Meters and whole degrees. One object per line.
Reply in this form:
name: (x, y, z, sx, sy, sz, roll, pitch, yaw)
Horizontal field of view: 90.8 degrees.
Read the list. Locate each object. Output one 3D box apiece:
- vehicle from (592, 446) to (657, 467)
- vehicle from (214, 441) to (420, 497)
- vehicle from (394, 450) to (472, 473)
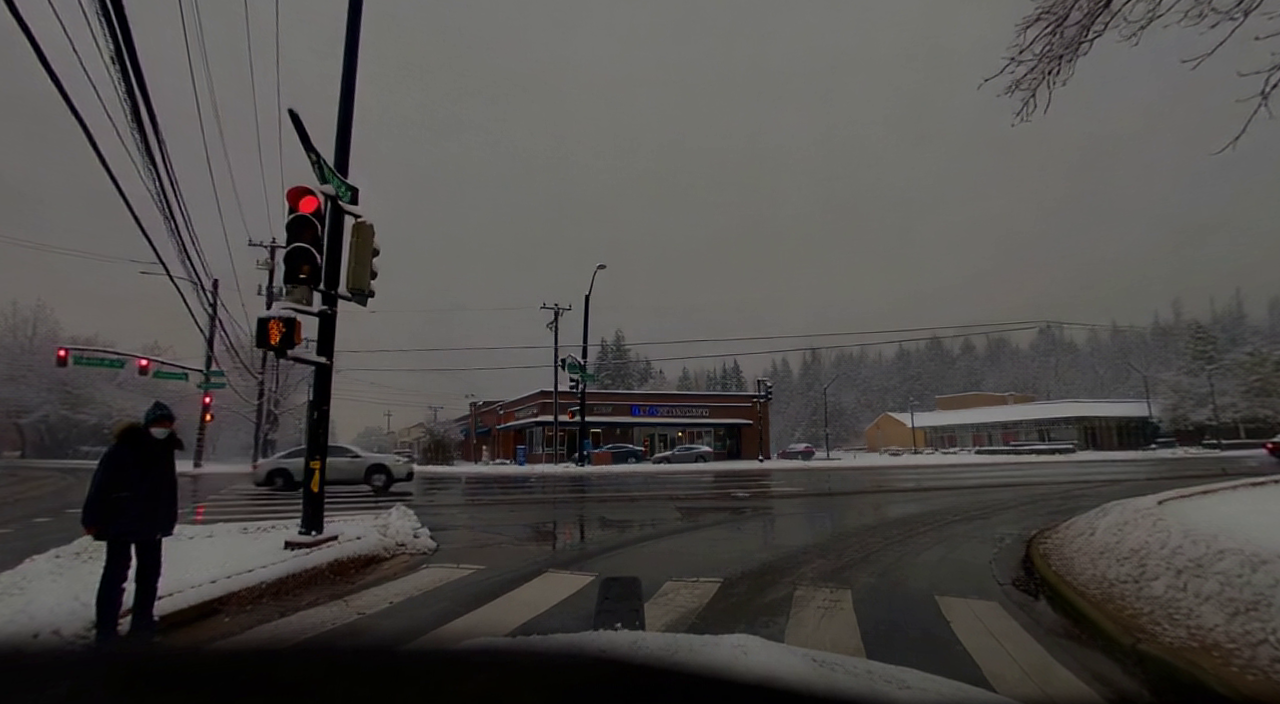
vehicle: (-1.138, 7.547, 45.835, 4.391, 1.451, 1.717, 4, -9, -25)
vehicle: (-8.903, 3.230, 17.645, 4.799, 1.438, 1.899, -1, -8, 6)
vehicle: (-14.077, 7.430, 43.014, 4.837, 1.407, 1.818, 4, -9, -26)
